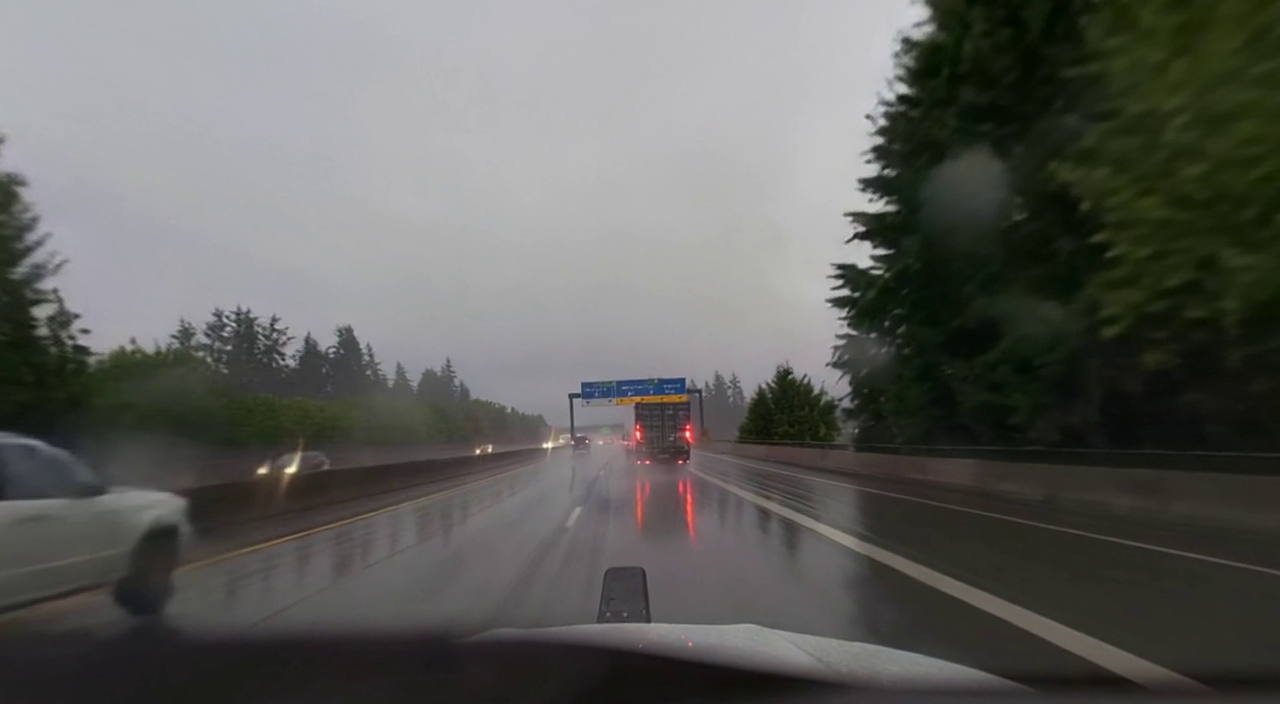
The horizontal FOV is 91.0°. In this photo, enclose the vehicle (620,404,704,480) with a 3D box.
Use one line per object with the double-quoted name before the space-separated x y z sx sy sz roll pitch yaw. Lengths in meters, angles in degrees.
"vehicle" 0.613 3.362 23.625 2.677 2.439 6.402 0 -8 -2
